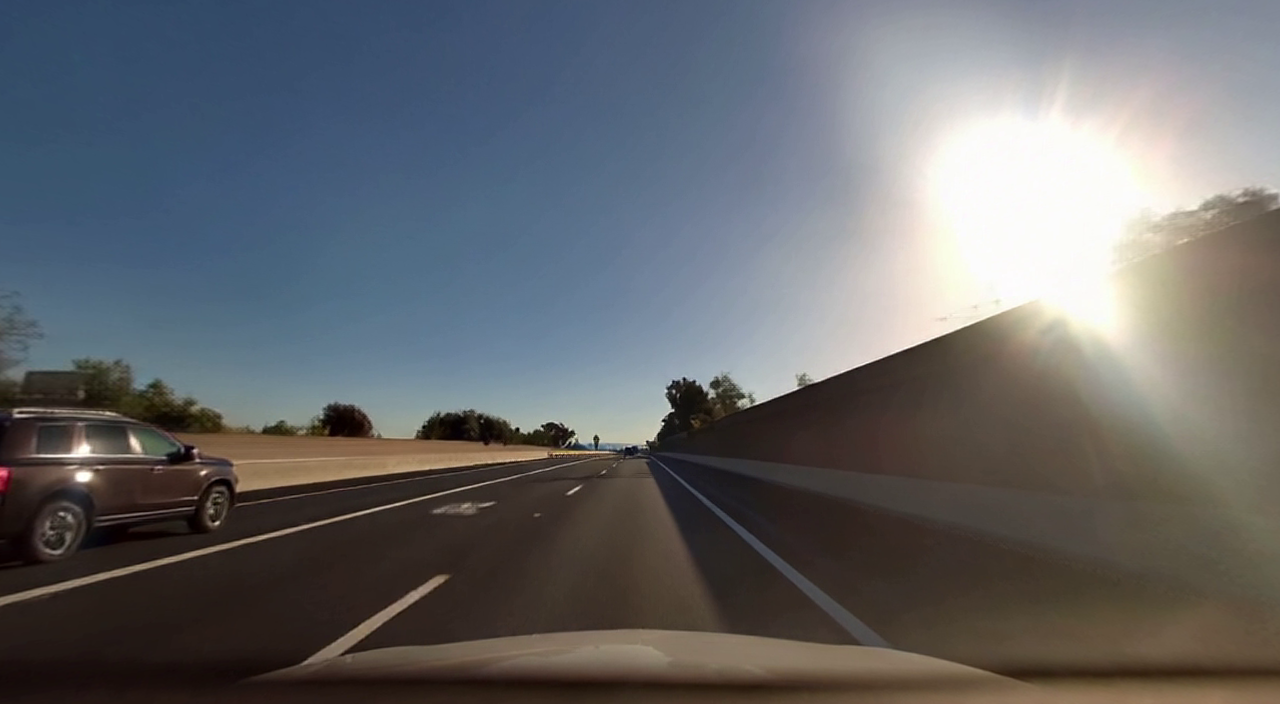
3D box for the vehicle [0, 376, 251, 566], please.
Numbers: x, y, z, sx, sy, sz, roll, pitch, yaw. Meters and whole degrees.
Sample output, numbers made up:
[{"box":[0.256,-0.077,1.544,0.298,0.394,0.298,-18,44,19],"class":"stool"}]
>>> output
[{"box":[-7.697,1.465,8.087,2.163,1.947,4.959,0,-9,0],"class":"vehicle"}]
